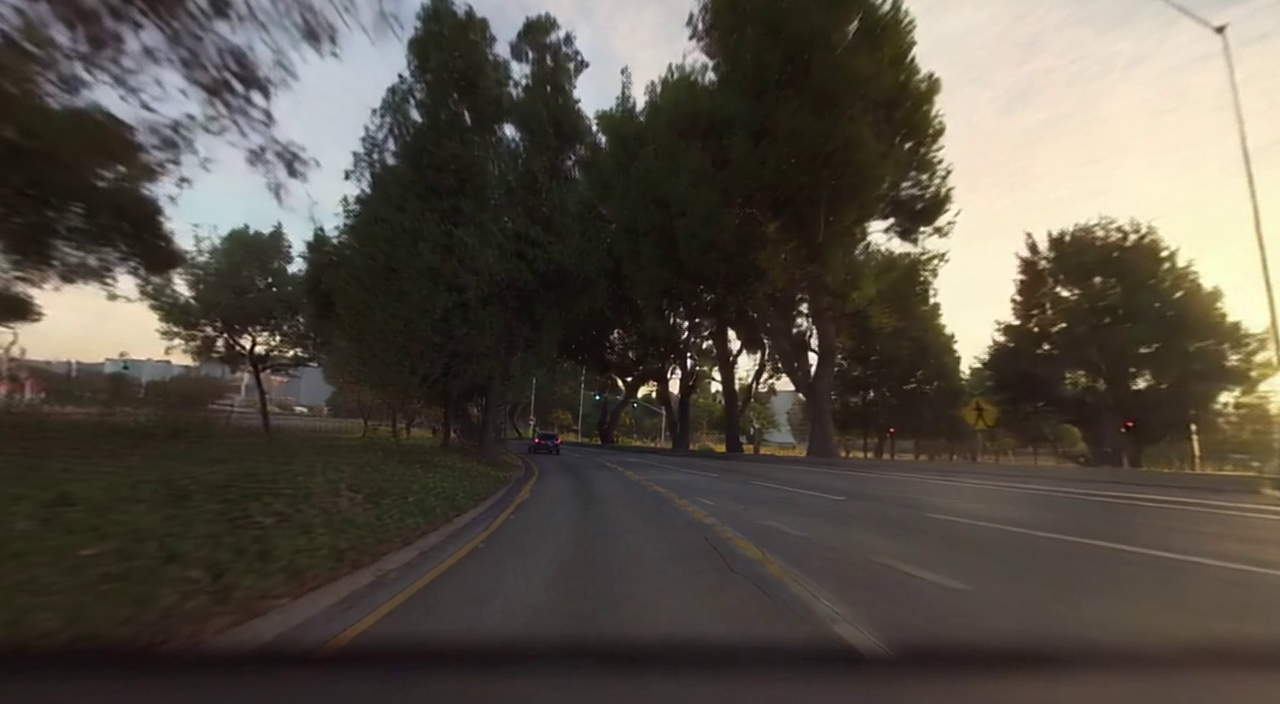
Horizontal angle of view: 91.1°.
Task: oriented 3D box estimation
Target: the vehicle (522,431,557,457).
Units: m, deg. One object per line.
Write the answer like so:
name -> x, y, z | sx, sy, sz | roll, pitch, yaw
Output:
vehicle -> -7.261, 6.620, 45.038 | 1.947, 1.729, 4.051 | 2, -9, -17
